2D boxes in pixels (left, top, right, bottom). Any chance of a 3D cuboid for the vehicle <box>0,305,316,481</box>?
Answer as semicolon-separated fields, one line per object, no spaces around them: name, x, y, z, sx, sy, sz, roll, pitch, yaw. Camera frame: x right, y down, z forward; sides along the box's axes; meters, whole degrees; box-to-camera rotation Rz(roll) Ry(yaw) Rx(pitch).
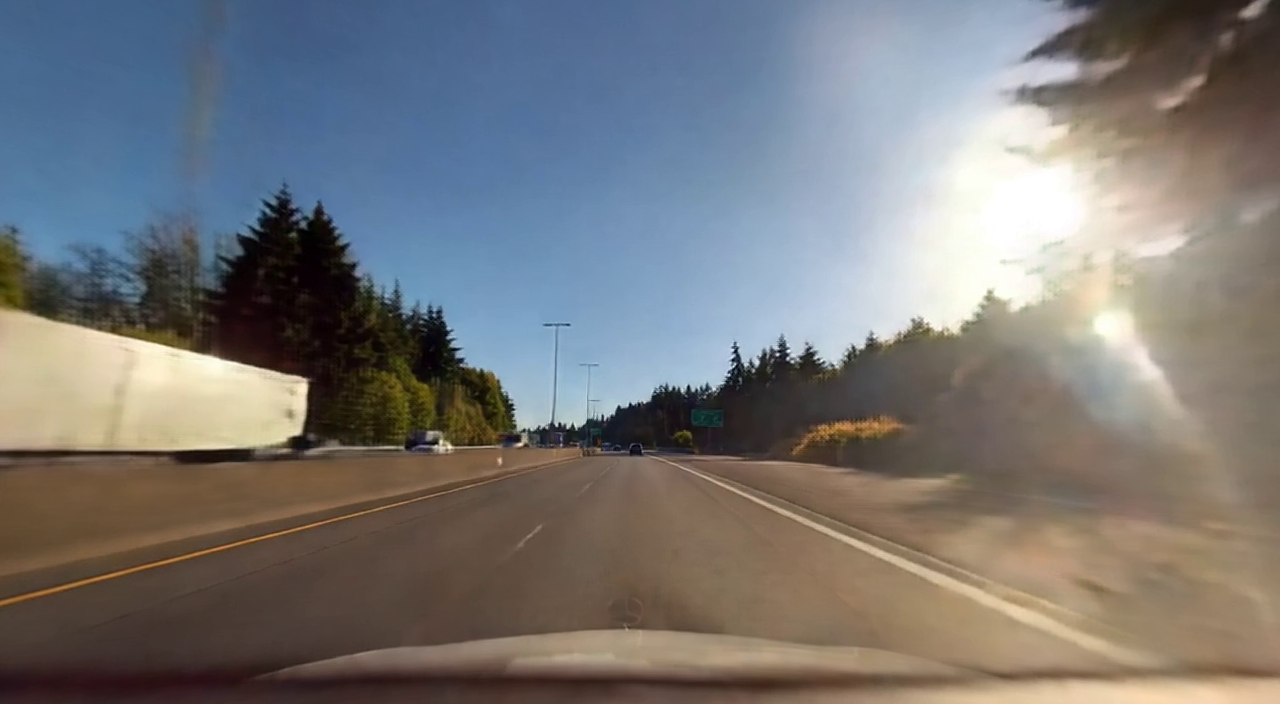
vehicle;-16.307;1.991;21.017;2.743;4.034;16.022;-1;-9;-1
